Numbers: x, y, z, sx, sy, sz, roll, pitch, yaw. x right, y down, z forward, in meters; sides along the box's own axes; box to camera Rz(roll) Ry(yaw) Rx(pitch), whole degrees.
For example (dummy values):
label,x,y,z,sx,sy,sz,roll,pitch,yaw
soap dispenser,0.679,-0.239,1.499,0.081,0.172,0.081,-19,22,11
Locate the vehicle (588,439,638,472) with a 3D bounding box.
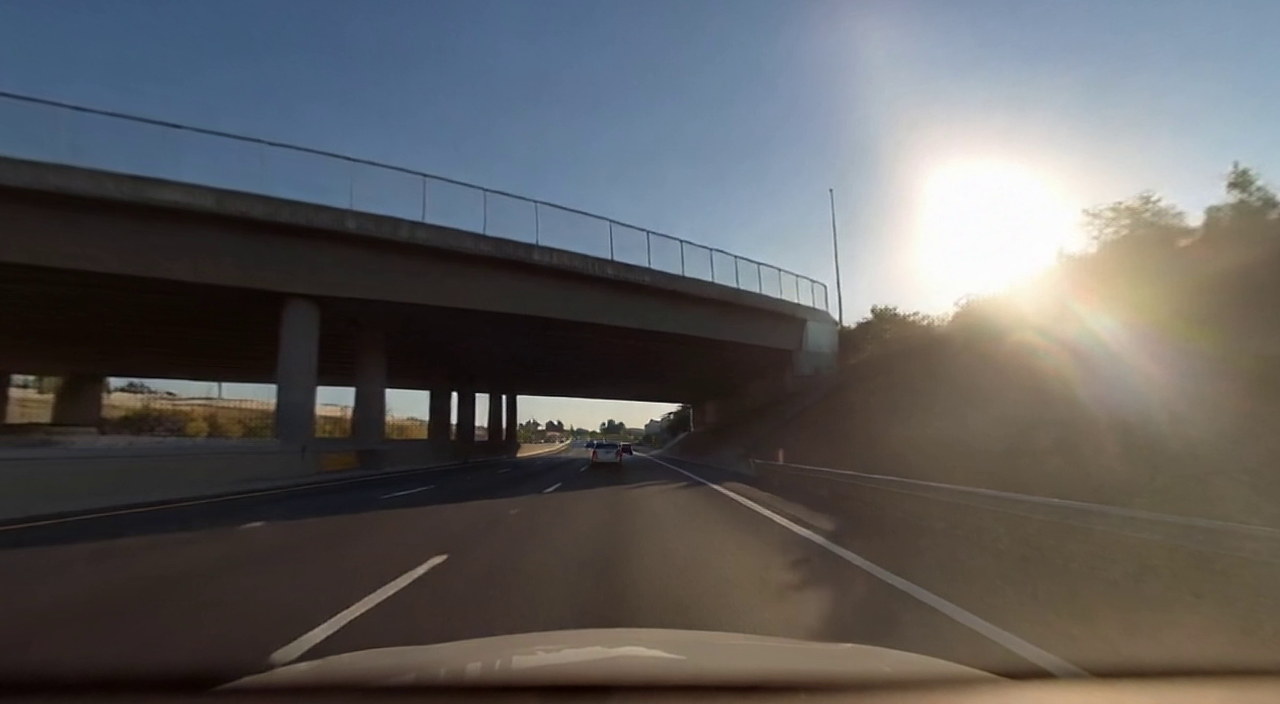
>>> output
label,x,y,z,sx,sy,sz,roll,pitch,yaw
vehicle,-1.273,5.108,31.080,2.055,1.509,4.255,-1,-9,3
